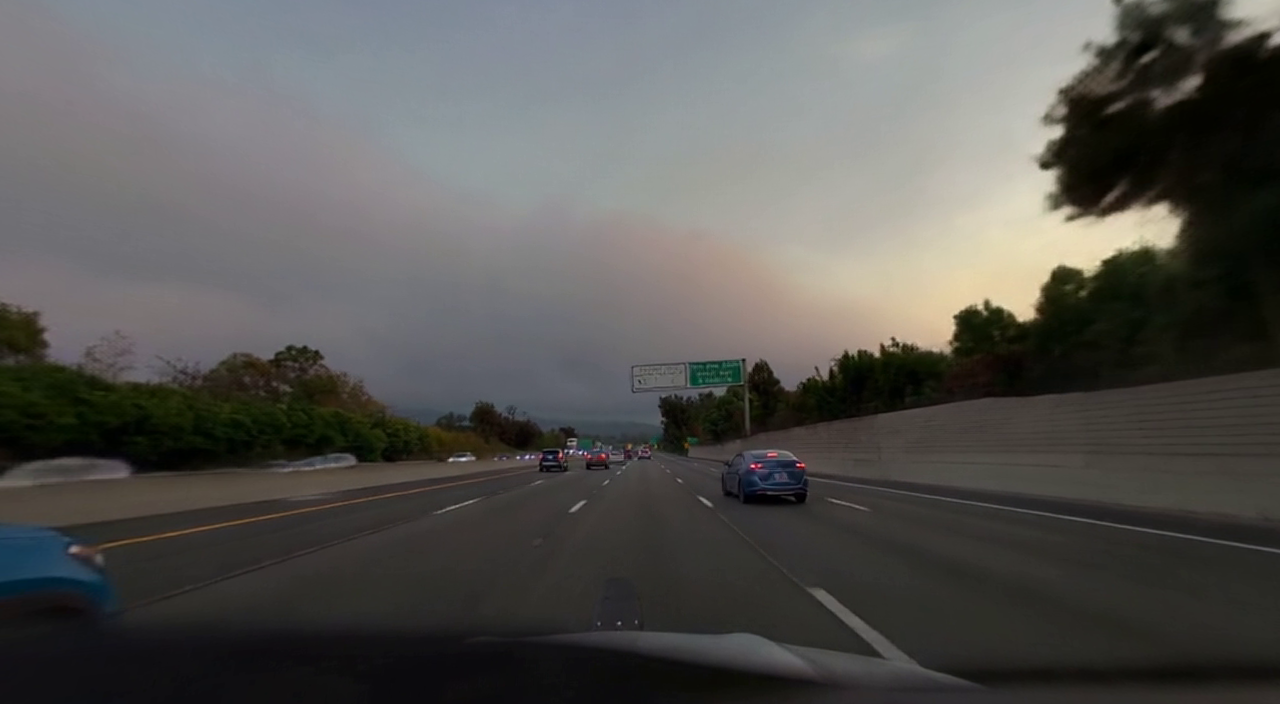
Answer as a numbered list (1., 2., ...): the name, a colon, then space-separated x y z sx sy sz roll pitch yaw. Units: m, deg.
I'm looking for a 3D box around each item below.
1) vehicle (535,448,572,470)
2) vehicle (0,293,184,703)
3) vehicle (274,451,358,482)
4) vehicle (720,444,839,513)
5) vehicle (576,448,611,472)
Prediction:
1. vehicle: -6.598 8.198 48.567 2.107 1.541 4.713 0 -9 0
2. vehicle: -3.166 0.470 0.562 2.137 1.756 4.453 0 -9 0
3. vehicle: -19.618 6.897 38.420 2.302 1.712 5.012 0 -9 2
4. vehicle: 3.311 3.080 15.831 1.979 1.486 4.125 0 -9 -1
5. vehicle: -3.079 7.302 42.781 2.030 1.563 4.389 0 -9 0
